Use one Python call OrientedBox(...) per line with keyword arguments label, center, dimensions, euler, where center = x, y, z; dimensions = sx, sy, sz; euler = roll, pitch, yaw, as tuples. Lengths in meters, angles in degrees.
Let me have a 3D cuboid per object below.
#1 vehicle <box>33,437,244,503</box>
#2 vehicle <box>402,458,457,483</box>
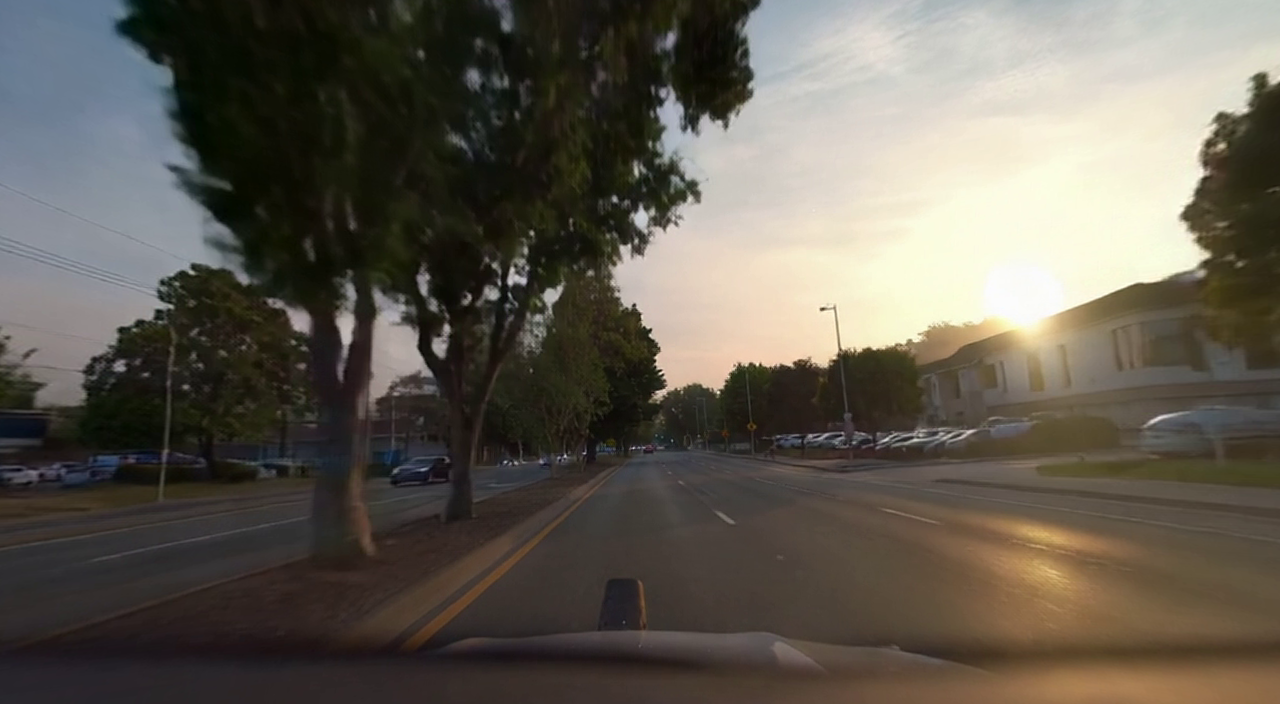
OrientedBox(label="vehicle", center=(-36.056, 8.687, 47.133), dimensions=(2.908, 3.933, 16.577), euler=(-1, -10, -2))
OrientedBox(label="vehicle", center=(-13.392, 7.533, 40.356), dimensions=(1.858, 1.454, 4.524), euler=(-1, -9, 2))
